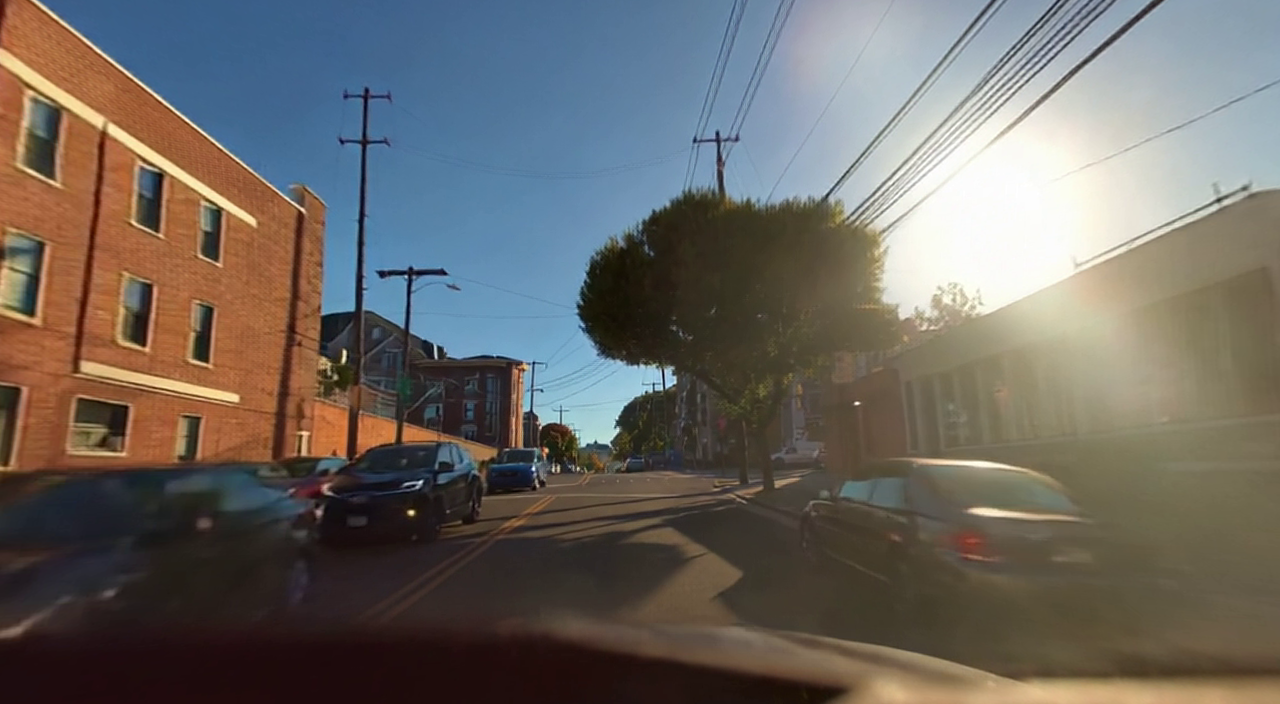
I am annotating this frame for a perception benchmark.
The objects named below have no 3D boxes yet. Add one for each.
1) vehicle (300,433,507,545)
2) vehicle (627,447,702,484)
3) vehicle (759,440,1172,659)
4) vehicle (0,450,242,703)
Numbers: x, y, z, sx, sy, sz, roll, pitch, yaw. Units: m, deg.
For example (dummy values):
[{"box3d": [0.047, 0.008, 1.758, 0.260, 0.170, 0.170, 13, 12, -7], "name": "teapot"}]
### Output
[{"box3d": [-4.448, 2.643, 12.956, 2.236, 1.834, 4.743, -1, -8, 2], "name": "vehicle"}, {"box3d": [1.317, 5.788, 32.629, 2.059, 1.736, 3.994, -6, -10, 33], "name": "vehicle"}, {"box3d": [2.728, 1.721, 6.728, 1.913, 1.509, 4.436, 0, -8, -2], "name": "vehicle"}, {"box3d": [-4.640, 1.557, 5.022, 1.994, 1.510, 4.802, 4, -9, -27], "name": "vehicle"}]
